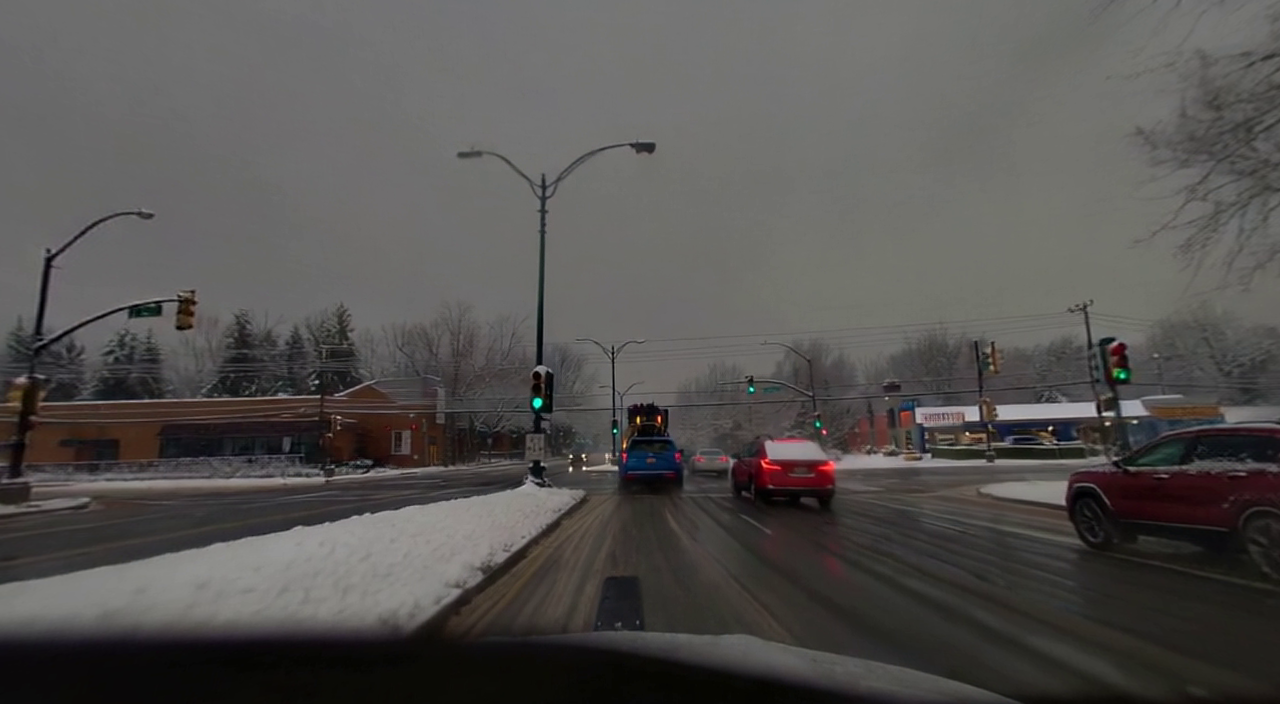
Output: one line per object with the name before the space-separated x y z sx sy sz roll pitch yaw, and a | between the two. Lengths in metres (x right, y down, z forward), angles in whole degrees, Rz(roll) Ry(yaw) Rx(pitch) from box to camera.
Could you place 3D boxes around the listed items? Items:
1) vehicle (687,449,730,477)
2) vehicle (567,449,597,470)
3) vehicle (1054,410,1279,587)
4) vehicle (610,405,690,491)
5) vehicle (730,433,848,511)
vehicle | 3.988 6.536 37.379 1.967 1.515 4.378 0 -8 -1
vehicle | -4.381 8.157 48.030 2.001 1.518 4.316 0 -8 -1
vehicle | 7.171 1.564 7.079 1.982 1.698 4.408 0 -8 0
vehicle | 0.332 3.209 21.306 2.370 2.518 3.858 -2 -8 1
vehicle | 3.691 3.053 16.502 2.025 1.754 4.311 0 -8 0
